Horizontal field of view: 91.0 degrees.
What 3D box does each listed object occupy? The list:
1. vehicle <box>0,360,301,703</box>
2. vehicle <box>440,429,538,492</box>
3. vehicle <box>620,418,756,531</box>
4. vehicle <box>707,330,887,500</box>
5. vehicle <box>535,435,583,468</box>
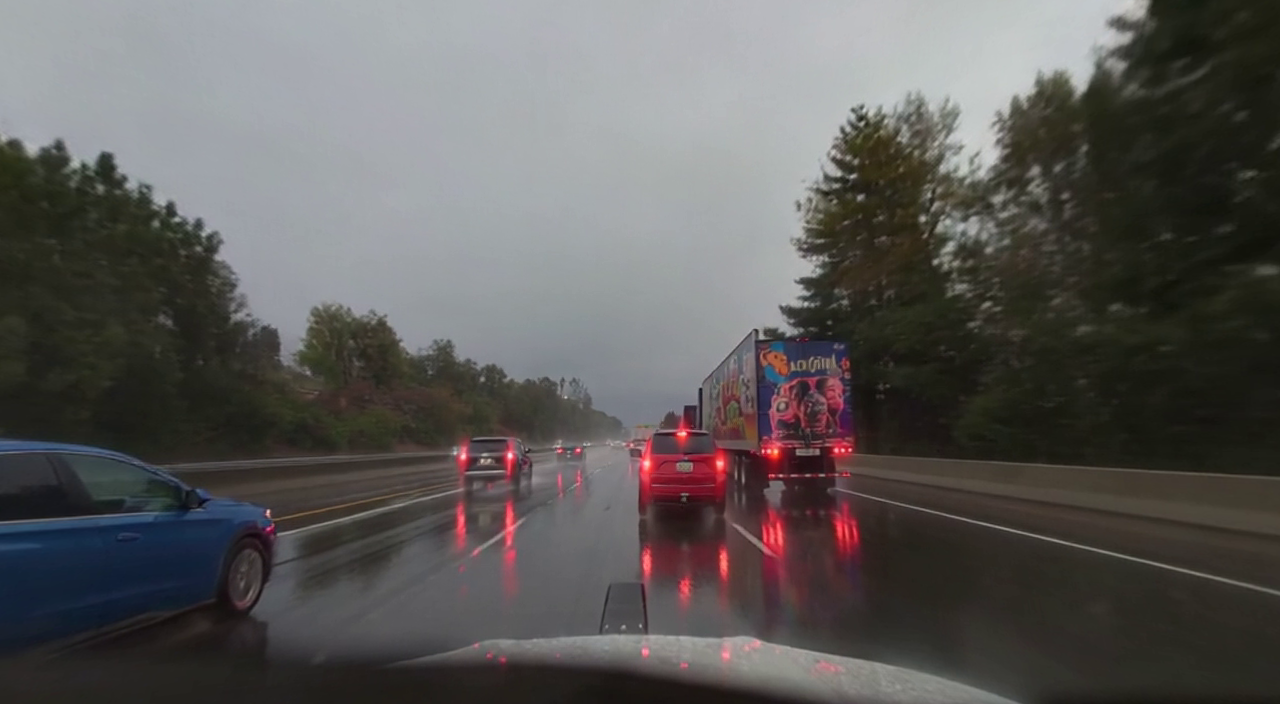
[{"bbox_3d":[-4.051,0.931,3.349,1.983,1.666,4.452,0,-8,0],"label":"vehicle"},{"bbox_3d":[-4.262,3.122,18.424,1.905,1.642,3.803,0,-8,0],"label":"vehicle"},{"bbox_3d":[0.675,2.072,11.196,2.017,1.662,3.543,0,-8,-1],"label":"vehicle"},{"bbox_3d":[4.514,2.498,22.291,2.828,4.081,14.220,0,-8,0],"label":"vehicle"},{"bbox_3d":[-4.456,5.540,35.271,2.014,1.683,4.275,0,-8,1],"label":"vehicle"}]
